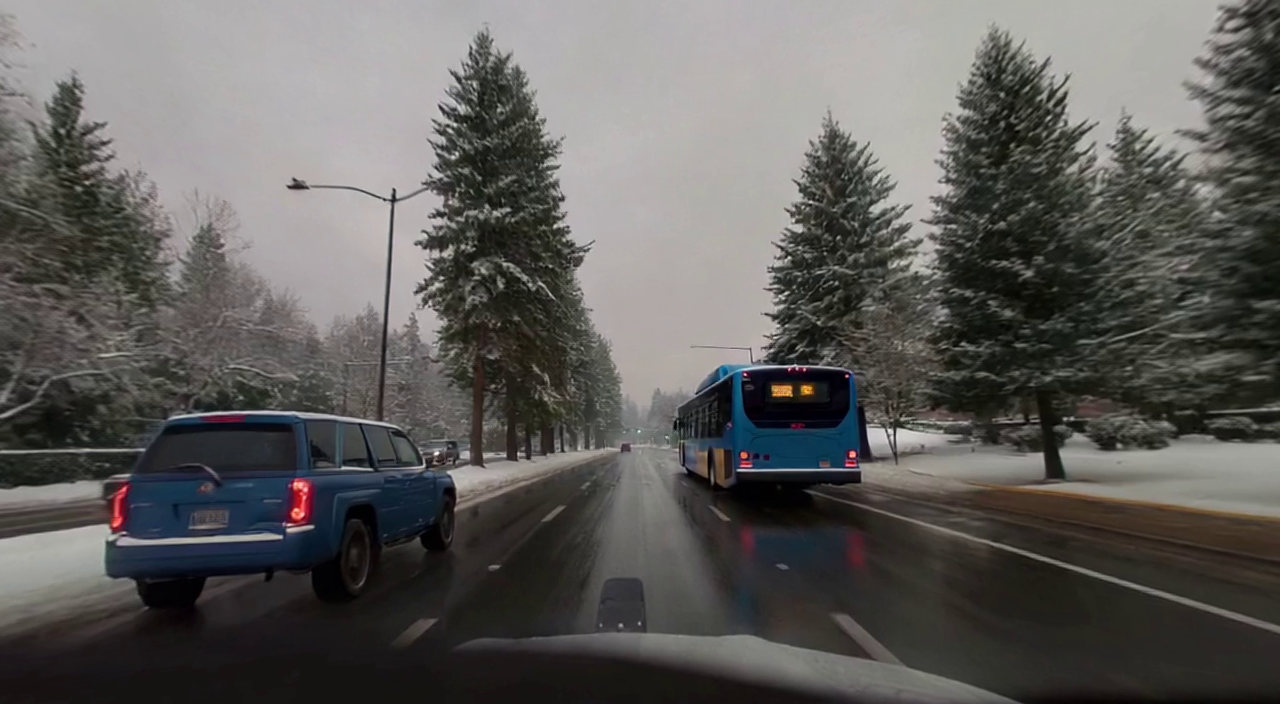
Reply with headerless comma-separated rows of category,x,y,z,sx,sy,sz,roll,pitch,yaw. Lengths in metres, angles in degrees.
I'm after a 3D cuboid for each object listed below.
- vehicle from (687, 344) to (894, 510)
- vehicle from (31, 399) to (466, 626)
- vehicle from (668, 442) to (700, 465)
vehicle,3.422,2.393,18.804,3.072,3.278,12.747,0,-8,0
vehicle,-3.684,1.574,7.159,2.111,1.767,4.333,0,-8,0
vehicle,3.068,7.180,44.565,1.945,1.481,4.263,0,-8,-1
